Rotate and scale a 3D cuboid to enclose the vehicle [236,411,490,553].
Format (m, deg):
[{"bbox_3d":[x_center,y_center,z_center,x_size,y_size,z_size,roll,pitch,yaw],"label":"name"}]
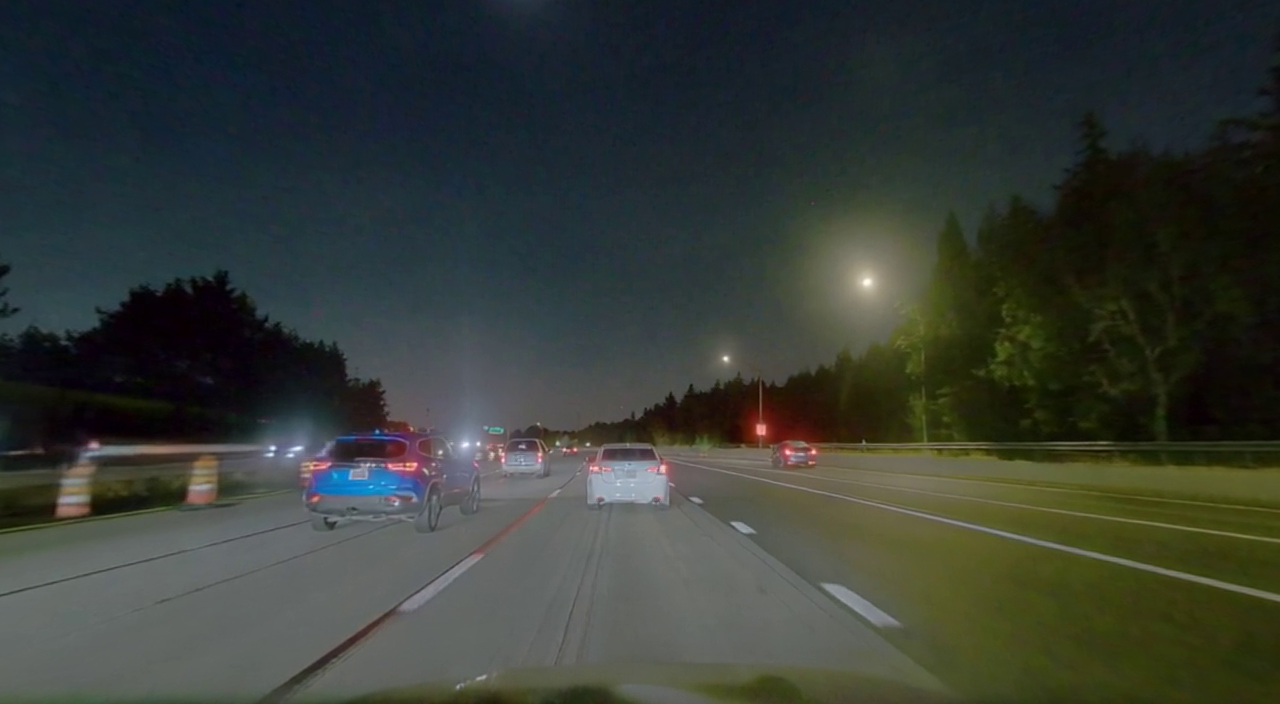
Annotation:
[{"bbox_3d":[-3.854,1.879,9.764,2.025,1.708,4.089,0,-9,0],"label":"vehicle"}]

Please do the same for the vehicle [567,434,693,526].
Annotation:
[{"bbox_3d":[-0.223,2.392,12.389,2.069,1.484,3.982,0,-9,-2],"label":"vehicle"}]

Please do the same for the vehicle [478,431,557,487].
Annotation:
[{"bbox_3d":[-4.126,3.680,22.009,1.982,1.727,4.057,0,-9,-1],"label":"vehicle"}]
